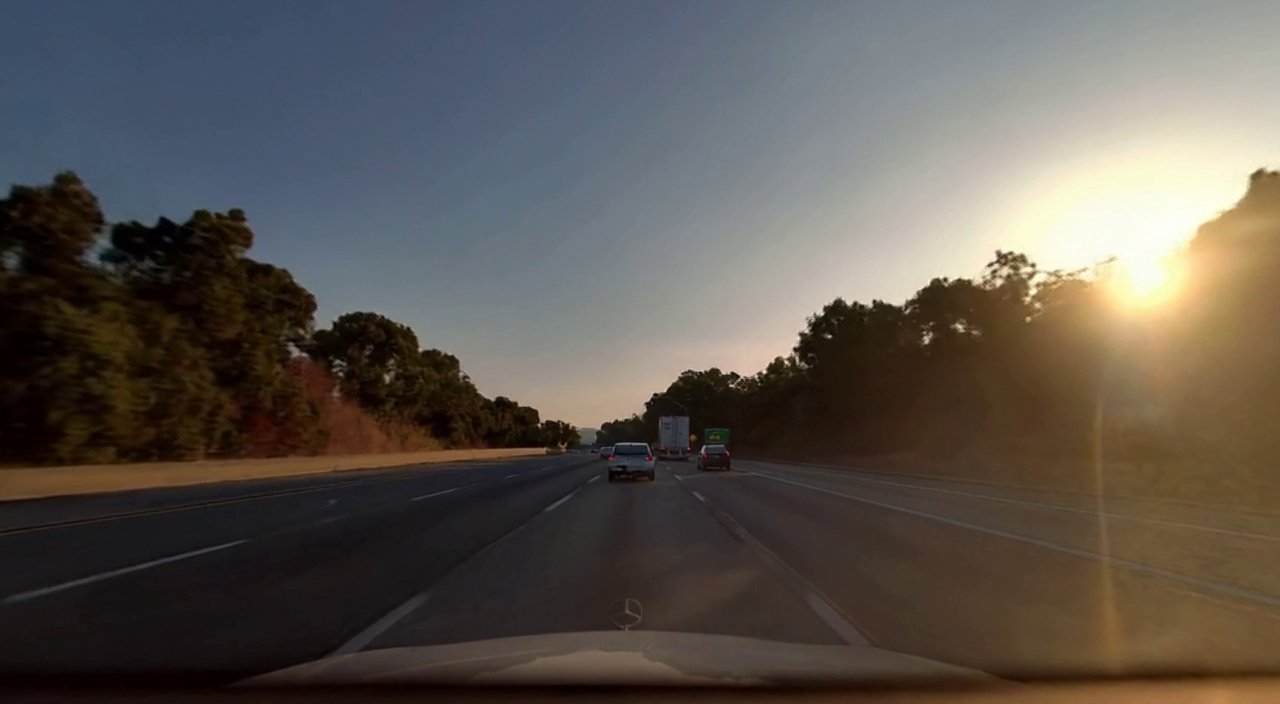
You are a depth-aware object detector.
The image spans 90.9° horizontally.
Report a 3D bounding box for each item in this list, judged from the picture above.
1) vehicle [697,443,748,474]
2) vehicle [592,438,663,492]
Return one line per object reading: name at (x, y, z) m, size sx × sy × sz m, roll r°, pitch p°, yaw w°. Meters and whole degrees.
vehicle at (4.158, 5.426, 32.324) m, size 1.971 × 1.472 × 4.301 m, roll 0°, pitch -8°, yaw -1°
vehicle at (-0.296, 3.544, 20.046) m, size 2.020 × 1.516 × 3.951 m, roll -1°, pitch -8°, yaw 2°
